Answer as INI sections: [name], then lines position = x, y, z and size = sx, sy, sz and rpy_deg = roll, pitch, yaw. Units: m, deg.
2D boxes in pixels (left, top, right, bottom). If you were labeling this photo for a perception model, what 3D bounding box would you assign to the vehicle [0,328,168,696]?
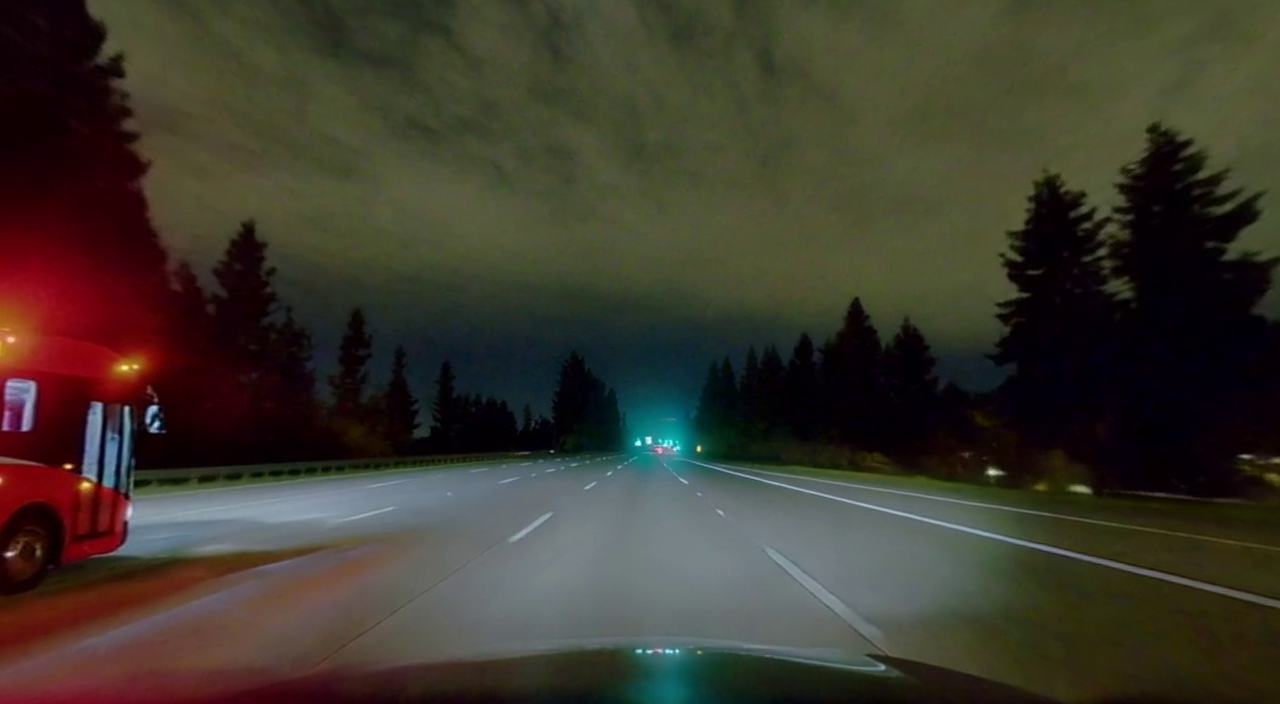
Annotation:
[vehicle]
position = -4.565, 0.656, 1.949
size = 2.127, 1.985, 5.205
rpy_deg = 0, -8, 0
